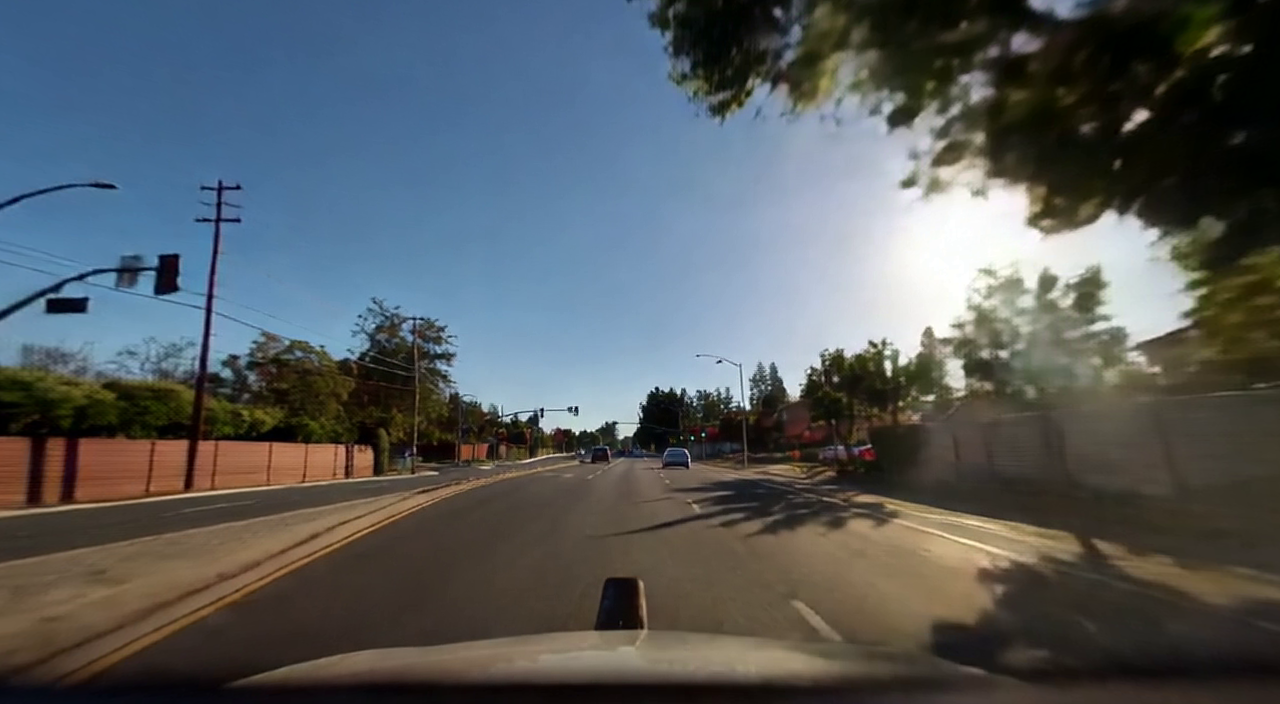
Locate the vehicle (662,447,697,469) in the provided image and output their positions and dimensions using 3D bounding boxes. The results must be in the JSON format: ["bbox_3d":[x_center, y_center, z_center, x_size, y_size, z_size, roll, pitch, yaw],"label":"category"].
[{"bbox_3d":[2.673,7.336,43.733,2.105,1.490,4.008,0,-9,-1],"label":"vehicle"}]
